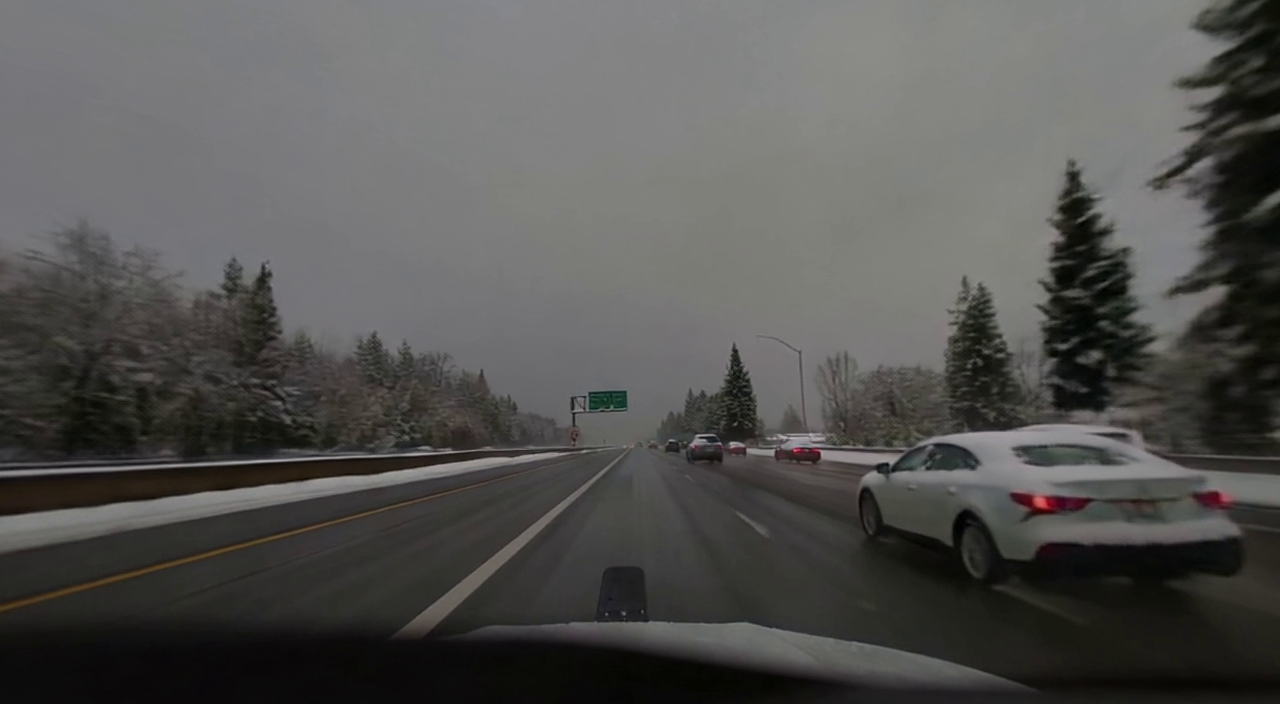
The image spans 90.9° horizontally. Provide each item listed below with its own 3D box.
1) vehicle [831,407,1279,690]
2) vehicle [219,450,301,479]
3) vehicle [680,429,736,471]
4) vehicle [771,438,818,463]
[{"bbox_3d":[3.495,1.421,5.880,1.978,1.535,4.705,0,-8,0],"label":"vehicle"},{"bbox_3d":[-21.491,6.360,35.920,1.825,1.444,4.583,0,-8,0],"label":"vehicle"},{"bbox_3d":[3.448,5.103,33.105,2.218,1.964,5.662,0,-8,-1],"label":"vehicle"},{"bbox_3d":[11.028,7.060,45.383,2.045,1.658,4.598,0,-8,-2],"label":"vehicle"}]
